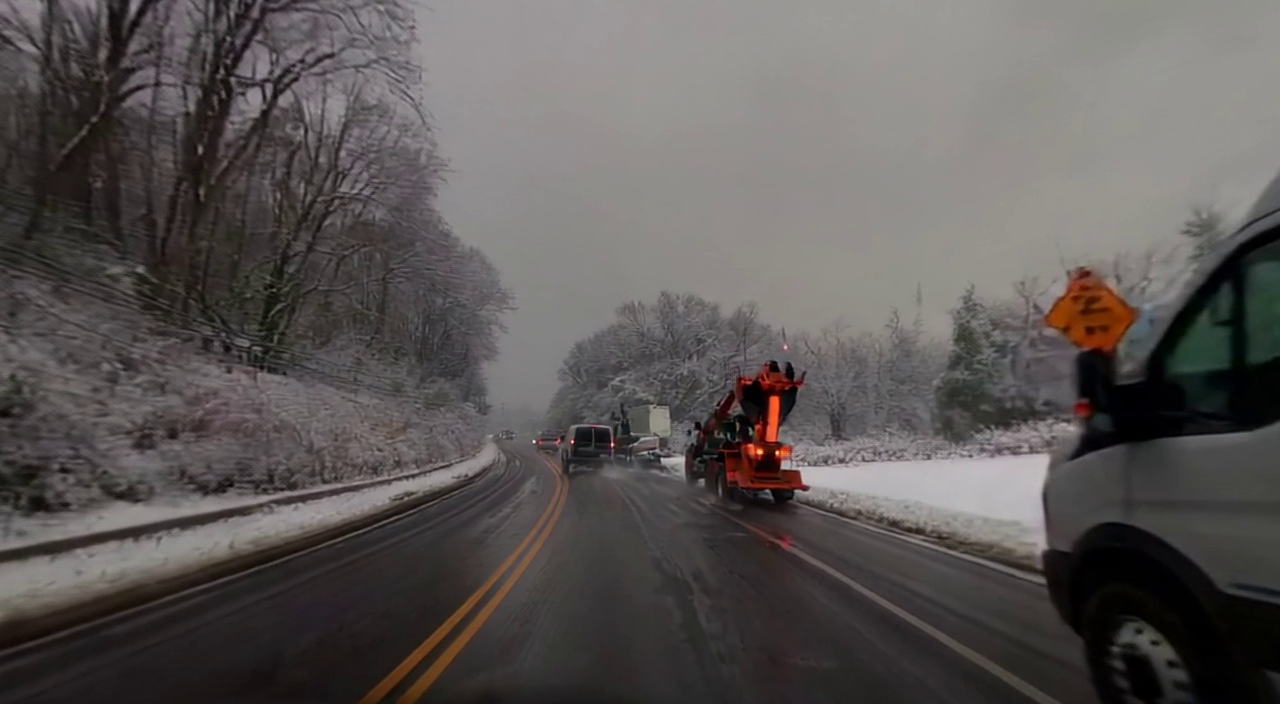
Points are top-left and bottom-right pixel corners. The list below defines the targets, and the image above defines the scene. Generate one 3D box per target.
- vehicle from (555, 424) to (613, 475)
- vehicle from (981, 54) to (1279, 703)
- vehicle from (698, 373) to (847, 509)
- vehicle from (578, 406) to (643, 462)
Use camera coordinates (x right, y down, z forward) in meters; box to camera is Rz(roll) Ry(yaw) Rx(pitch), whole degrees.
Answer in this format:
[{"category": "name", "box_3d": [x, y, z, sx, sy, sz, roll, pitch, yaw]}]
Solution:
[{"category": "vehicle", "box_3d": [-2.787, 4.676, 30.313, 2.362, 2.223, 4.892, 1, -9, -9]}, {"category": "vehicle", "box_3d": [4.654, -0.035, 1.434, 3.126, 3.310, 8.534, 0, -9, 2]}, {"category": "vehicle", "box_3d": [3.201, 2.315, 16.419, 2.703, 3.066, 4.047, 1, -9, -4]}, {"category": "vehicle", "box_3d": [-2.538, 6.547, 49.685, 2.967, 3.874, 10.436, 2, -9, -14]}]
